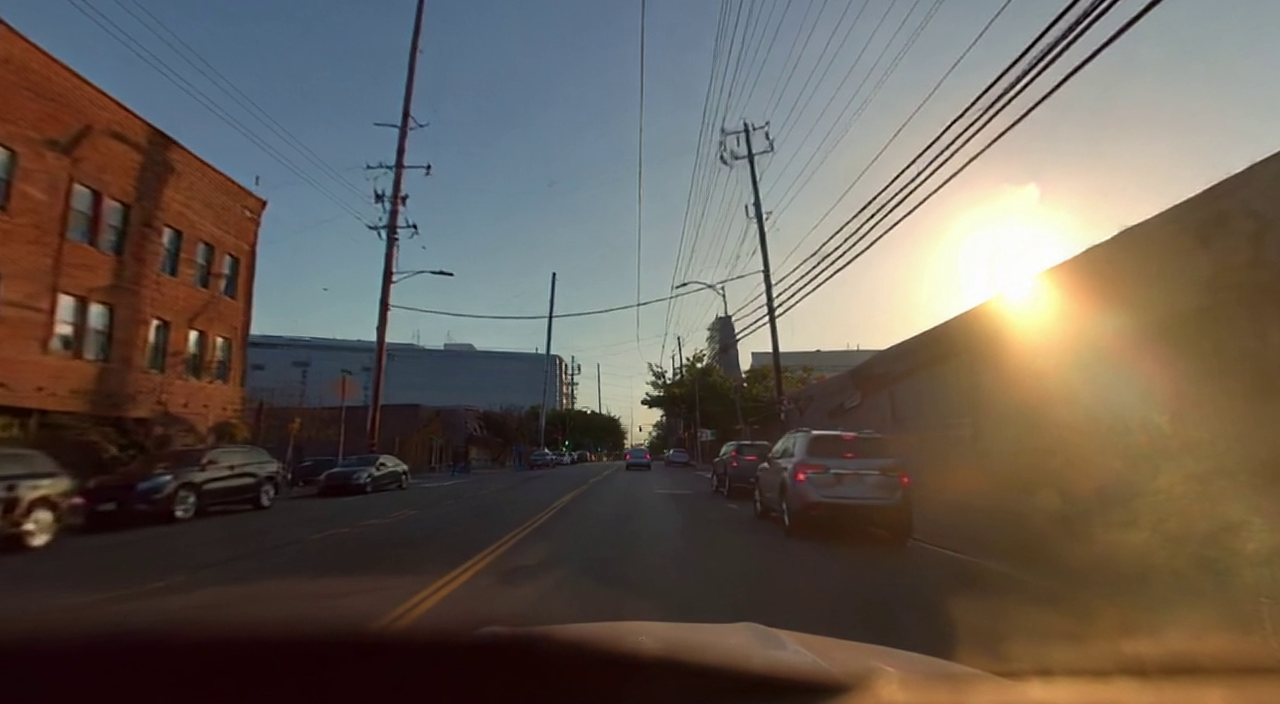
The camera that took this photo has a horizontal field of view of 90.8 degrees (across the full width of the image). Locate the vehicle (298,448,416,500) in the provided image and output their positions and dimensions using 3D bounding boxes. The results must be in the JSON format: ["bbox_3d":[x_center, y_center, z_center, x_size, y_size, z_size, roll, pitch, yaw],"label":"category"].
[{"bbox_3d":[-10.053,4.447,22.933,2.079,1.550,4.865,-4,-11,0],"label":"vehicle"}]

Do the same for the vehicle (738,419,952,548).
[{"bbox_3d":[3.210,2.170,11.155,2.102,1.765,4.674,0,-8,-1],"label":"vehicle"}]

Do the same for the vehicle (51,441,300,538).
[{"bbox_3d":[-10.130,3.058,14.461,1.980,1.676,4.884,-4,-10,0],"label":"vehicle"}]

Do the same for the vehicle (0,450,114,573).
[{"bbox_3d":[-9.641,2.153,8.223,1.935,1.588,4.192,-1,-7,1],"label":"vehicle"}]

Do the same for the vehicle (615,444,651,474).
[{"bbox_3d":[-0.445,6.792,40.259,2.190,1.783,4.048,0,-8,0],"label":"vehicle"}]
